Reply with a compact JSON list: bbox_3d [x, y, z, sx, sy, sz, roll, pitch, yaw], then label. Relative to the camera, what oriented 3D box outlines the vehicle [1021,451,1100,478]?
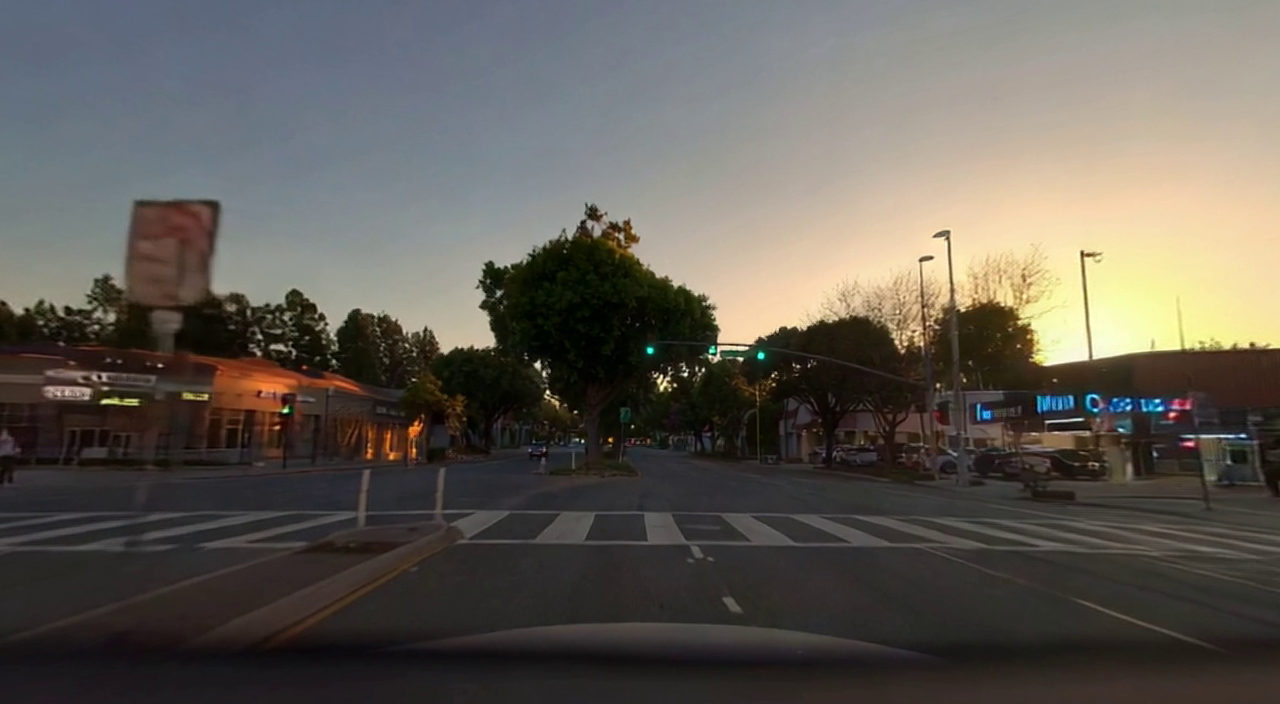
[{"bbox_3d":[26.764,7.145,40.417,1.929,1.613,4.530,0,-8,0],"label":"vehicle"}]

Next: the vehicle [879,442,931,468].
[{"bbox_3d":[20.491,7.988,49.059,2.087,1.868,4.004,1,-8,-3],"label":"vehicle"}]

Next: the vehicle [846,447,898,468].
[{"bbox_3d":[18.023,8.201,49.286,2.073,1.519,4.429,1,-8,-5],"label":"vehicle"}]
